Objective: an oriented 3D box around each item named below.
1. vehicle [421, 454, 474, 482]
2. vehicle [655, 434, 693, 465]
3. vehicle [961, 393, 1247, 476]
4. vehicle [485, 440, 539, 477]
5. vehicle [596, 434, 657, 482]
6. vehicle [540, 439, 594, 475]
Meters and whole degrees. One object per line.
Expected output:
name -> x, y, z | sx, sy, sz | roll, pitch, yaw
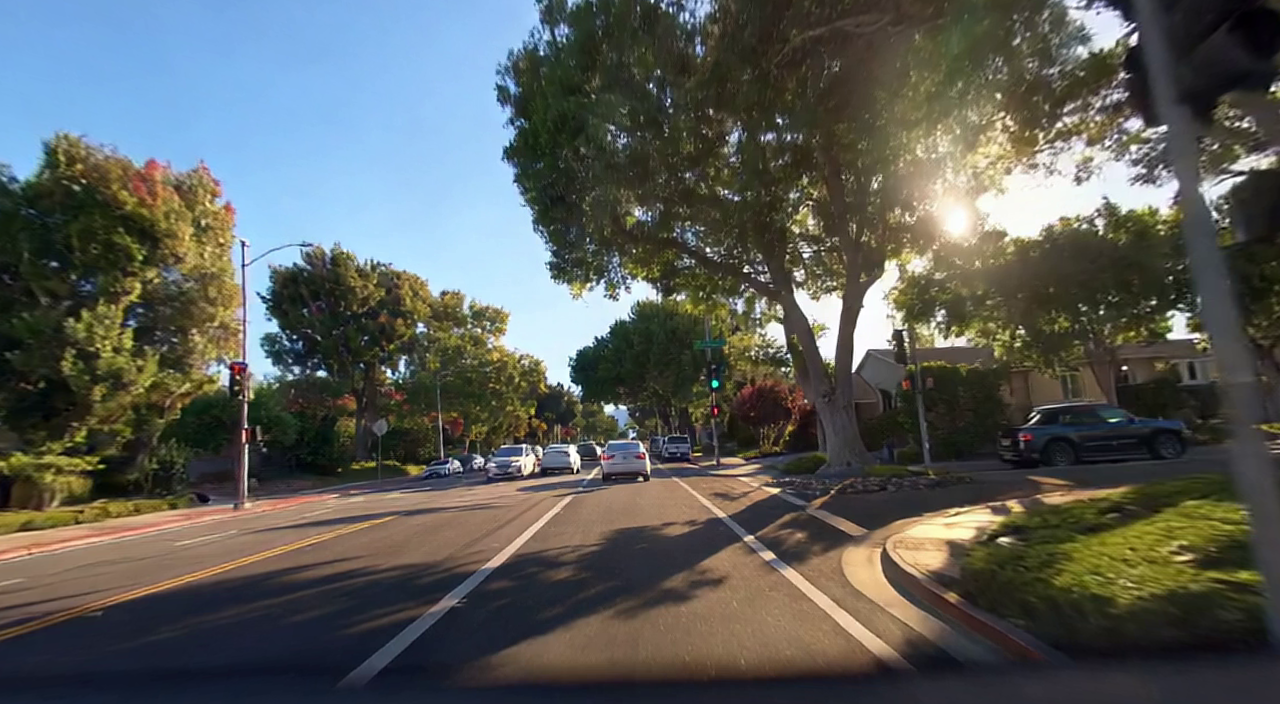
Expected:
vehicle -> -12.804, 7.702, 42.271 | 2.050, 1.518, 5.115 | -2, -8, -1
vehicle -> 2.143, 6.350, 41.416 | 2.119, 1.884, 4.567 | 0, -8, -2
vehicle -> 13.109, 2.416, 18.288 | 6.141, 2.000, 2.552 | -2, -9, 1
vehicle -> -6.765, 5.644, 33.769 | 1.958, 1.706, 4.281 | -4, -8, -1
vehicle -> -0.514, 3.869, 23.378 | 2.041, 1.575, 4.304 | 0, -8, -2
vehicle -> -3.385, 4.958, 30.081 | 2.117, 1.528, 4.277 | -1, -8, -1
